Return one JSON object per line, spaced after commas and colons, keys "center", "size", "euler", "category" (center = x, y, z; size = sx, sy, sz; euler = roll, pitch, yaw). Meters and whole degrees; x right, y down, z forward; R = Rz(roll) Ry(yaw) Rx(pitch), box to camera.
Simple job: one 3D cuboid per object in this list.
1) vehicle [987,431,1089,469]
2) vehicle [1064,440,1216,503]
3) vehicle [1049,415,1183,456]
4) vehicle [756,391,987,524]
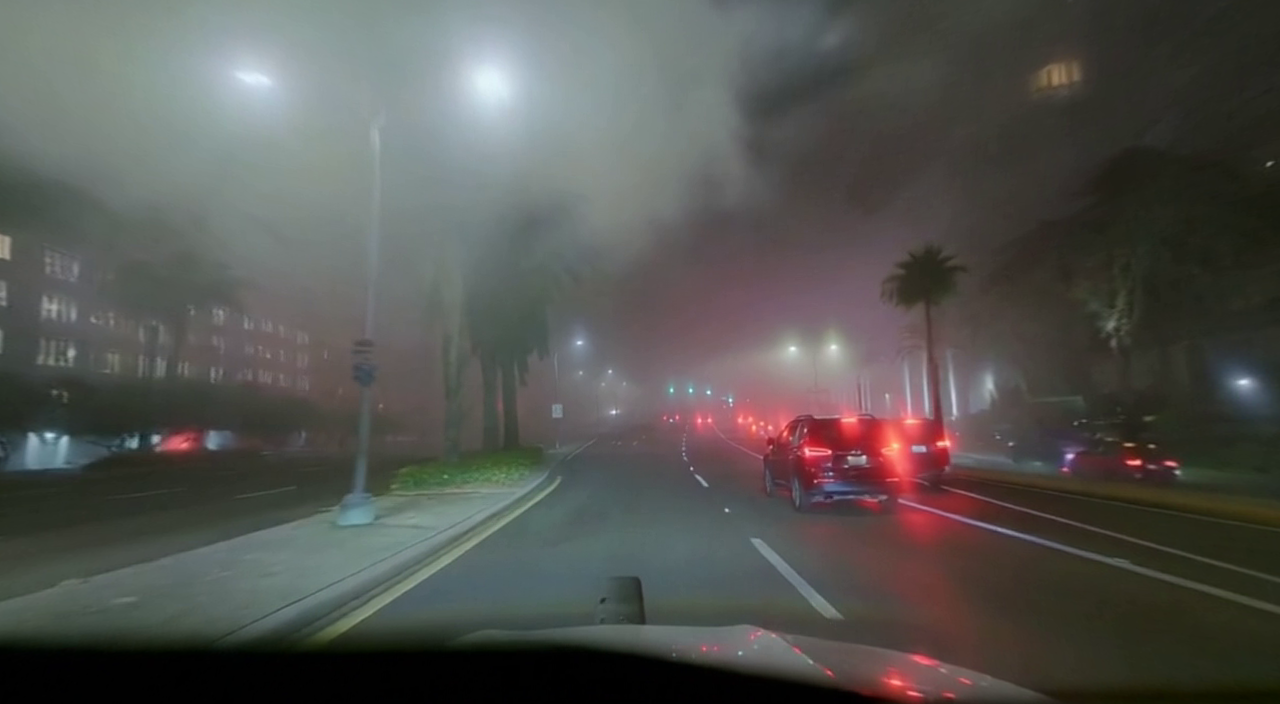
{"center": [17.859, 4.423, 28.639], "size": [1.818, 1.568, 4.309], "euler": [-1, -8, 1], "category": "vehicle"}
{"center": [17.751, 4.194, 22.734], "size": [1.909, 1.442, 4.265], "euler": [-4, -2, -2], "category": "vehicle"}
{"center": [25.058, 4.374, 33.427], "size": [4.991, 1.798, 2.501], "euler": [-3, -5, 1], "category": "vehicle"}
{"center": [3.607, 1.777, 11.062], "size": [2.219, 1.795, 4.718], "euler": [0, -8, 0], "category": "vehicle"}
